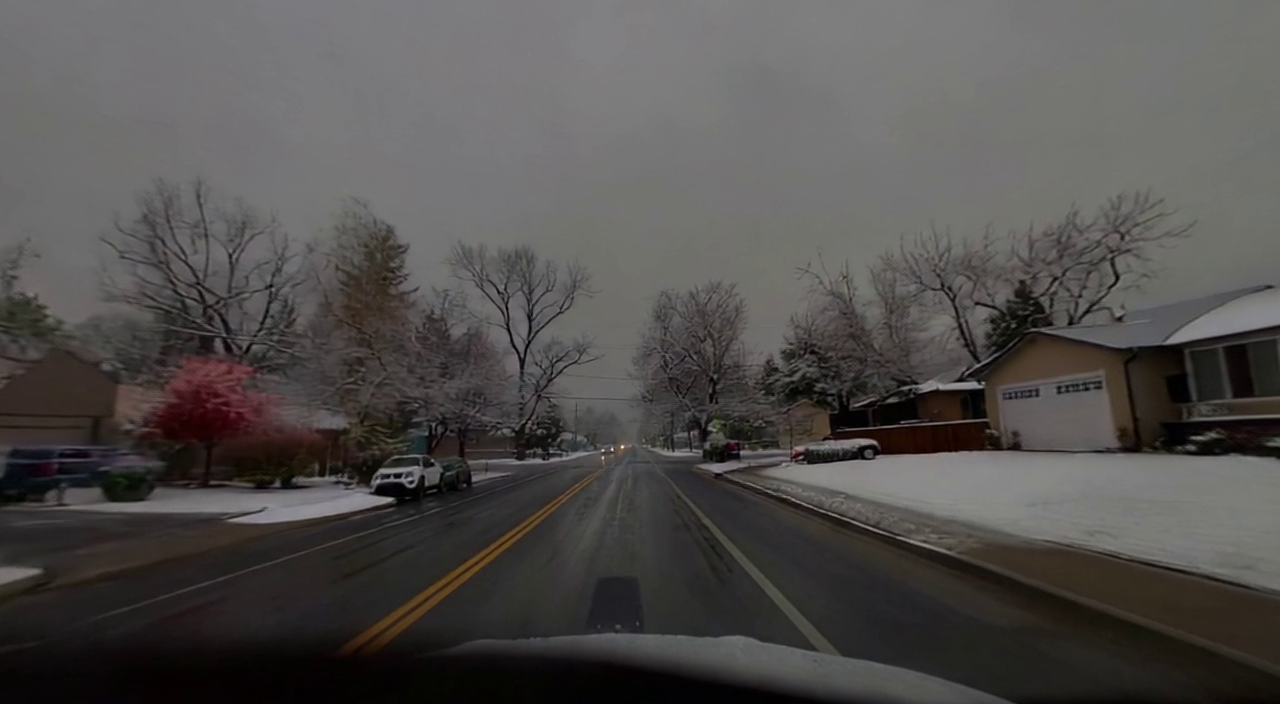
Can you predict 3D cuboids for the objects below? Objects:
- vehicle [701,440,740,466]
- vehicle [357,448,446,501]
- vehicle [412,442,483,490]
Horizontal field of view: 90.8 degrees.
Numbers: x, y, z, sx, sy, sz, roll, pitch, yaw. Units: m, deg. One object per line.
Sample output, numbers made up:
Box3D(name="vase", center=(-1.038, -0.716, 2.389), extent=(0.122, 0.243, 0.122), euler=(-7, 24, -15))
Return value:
Box3D(name="vehicle", center=(5.471, 6.944, 43.486), extent=(2.010, 1.694, 4.661), euler=(0, -9, -1))
Box3D(name="vehicle", center=(-9.487, 4.849, 25.525), extent=(1.998, 1.689, 4.384), euler=(-4, -7, -2))
Box3D(name="vehicle", center=(-9.711, 5.742, 32.266), extent=(2.099, 2.001, 4.845), euler=(-4, -7, -1))
